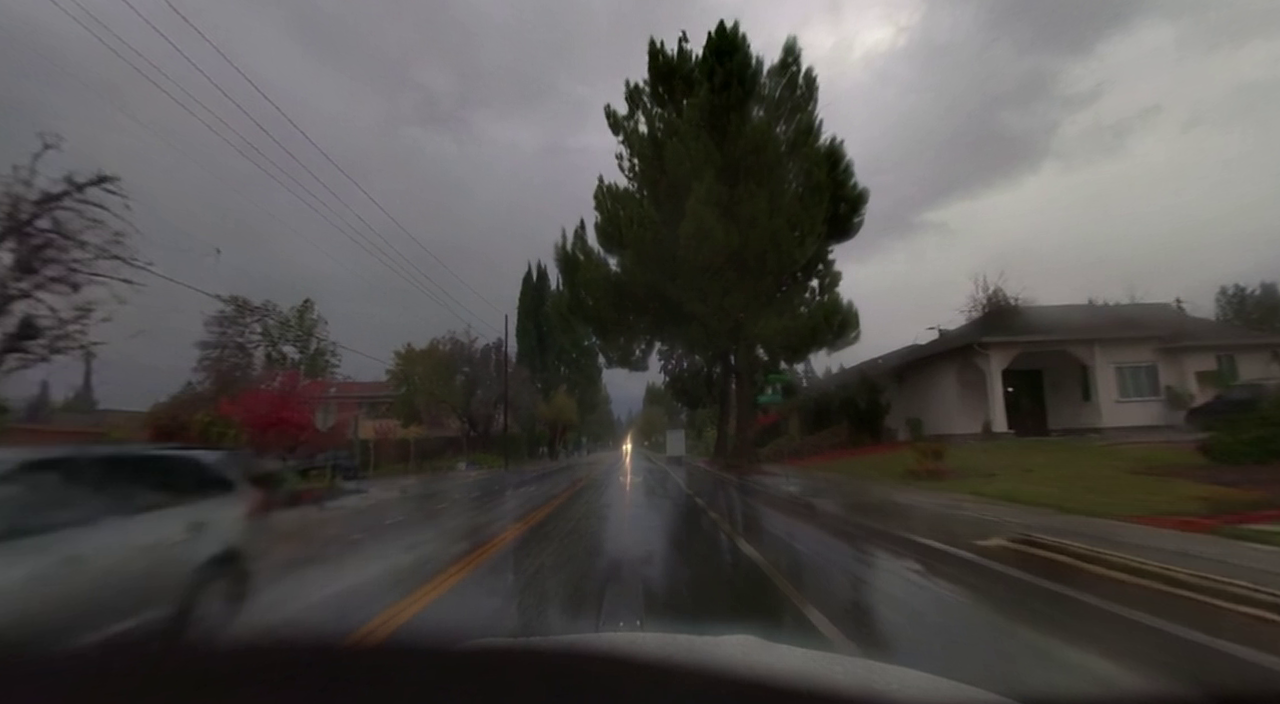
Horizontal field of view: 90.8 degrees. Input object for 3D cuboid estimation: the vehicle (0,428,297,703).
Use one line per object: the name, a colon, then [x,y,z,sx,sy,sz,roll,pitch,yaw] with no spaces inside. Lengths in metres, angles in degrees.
vehicle: [-3.664,1.089,2.591,1.996,1.519,4.559,-1,-8,-1]

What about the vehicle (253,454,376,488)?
vehicle: [-15.089,5.523,29.436,4.779,1.453,1.970,-2,-8,9]
